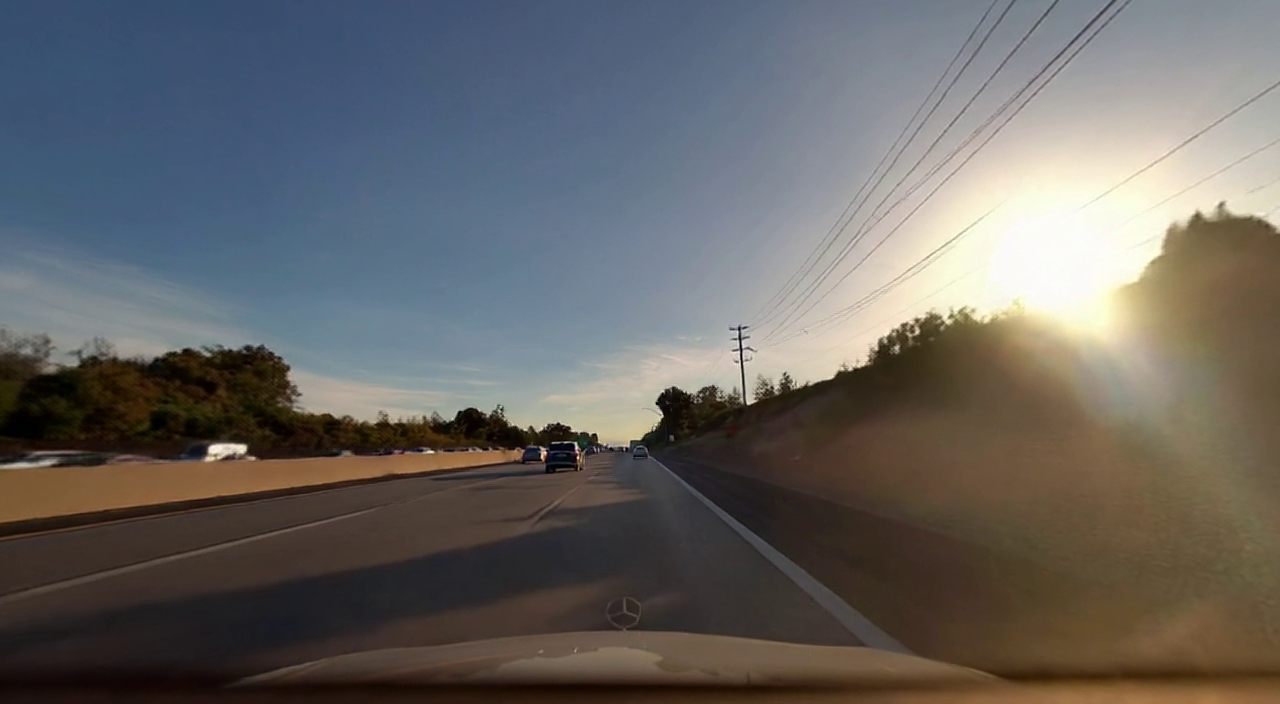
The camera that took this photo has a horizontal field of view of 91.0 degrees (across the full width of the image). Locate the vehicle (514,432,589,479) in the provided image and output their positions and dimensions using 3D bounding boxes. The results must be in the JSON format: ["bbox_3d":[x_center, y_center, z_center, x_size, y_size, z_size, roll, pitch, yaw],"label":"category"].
[{"bbox_3d":[-3.898,4.741,28.927,2.577,1.939,5.408,0,-9,1],"label":"vehicle"}]

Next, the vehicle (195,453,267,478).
[{"bbox_3d":[-28.524,7.899,44.109,1.900,1.602,4.646,0,-9,0],"label":"vehicle"}]

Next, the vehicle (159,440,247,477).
[{"bbox_3d":[-32.919,8.005,47.745,2.315,2.592,5.954,0,-9,0],"label":"vehicle"}]

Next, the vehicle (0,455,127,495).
[{"bbox_3d":[-24.572,5.149,26.706,1.841,1.514,4.484,0,-9,0],"label":"vehicle"}]
